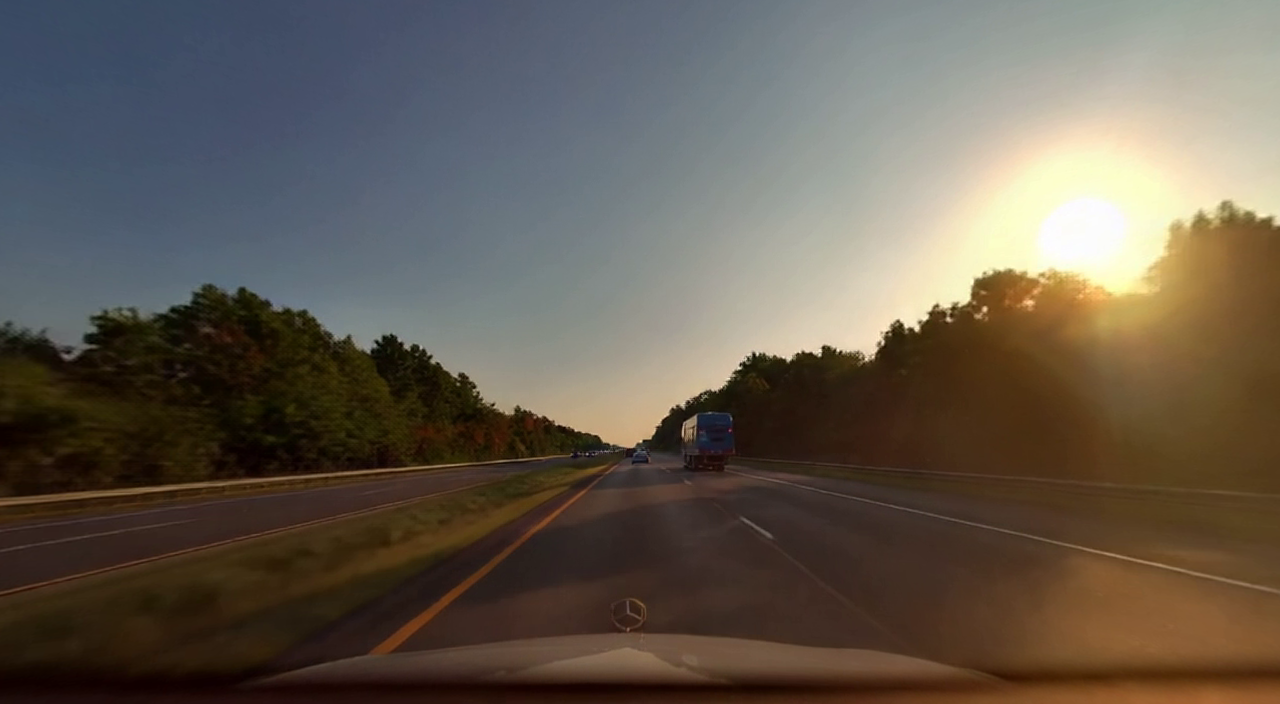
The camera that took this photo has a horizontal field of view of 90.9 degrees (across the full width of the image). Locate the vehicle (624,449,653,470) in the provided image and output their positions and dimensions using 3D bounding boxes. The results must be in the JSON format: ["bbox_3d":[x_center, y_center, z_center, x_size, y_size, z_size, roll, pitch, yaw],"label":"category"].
[{"bbox_3d":[-0.105,7.496,44.039,1.926,1.386,3.615,0,-9,0],"label":"vehicle"}]

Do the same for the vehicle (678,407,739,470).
[{"bbox_3d":[4.917,6.759,48.536,2.939,4.129,14.300,0,-9,-1],"label":"vehicle"}]
